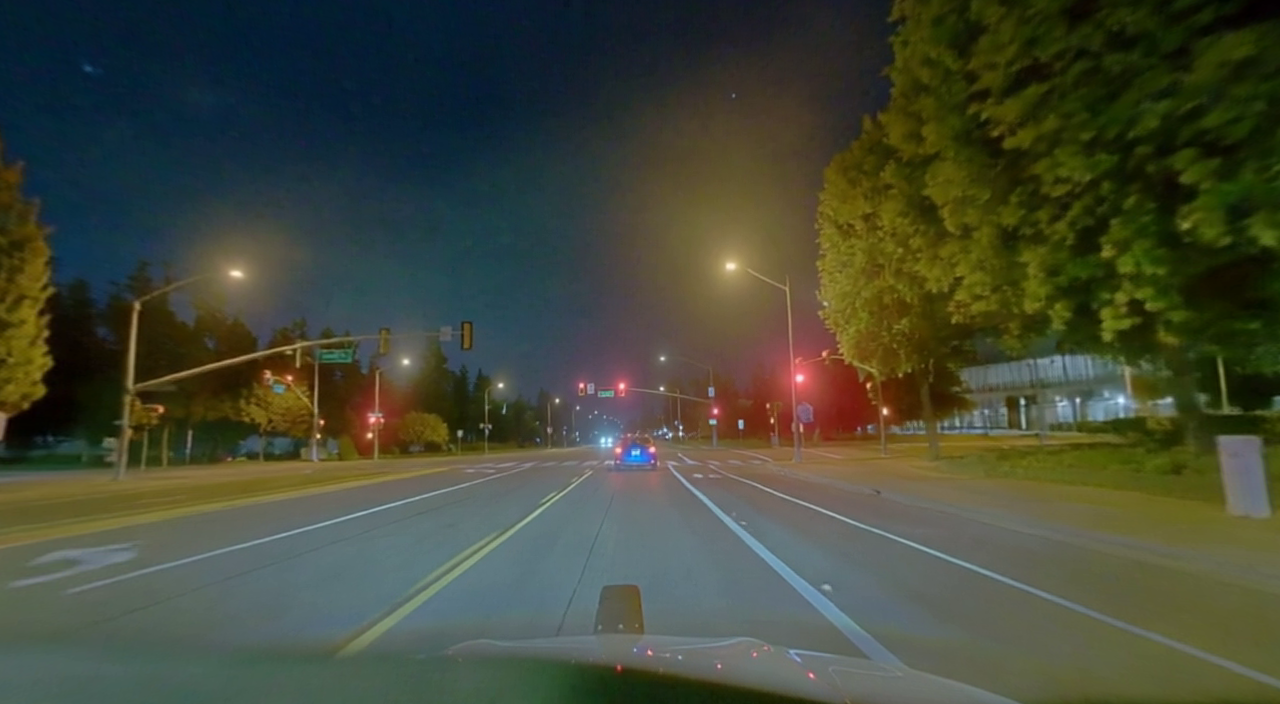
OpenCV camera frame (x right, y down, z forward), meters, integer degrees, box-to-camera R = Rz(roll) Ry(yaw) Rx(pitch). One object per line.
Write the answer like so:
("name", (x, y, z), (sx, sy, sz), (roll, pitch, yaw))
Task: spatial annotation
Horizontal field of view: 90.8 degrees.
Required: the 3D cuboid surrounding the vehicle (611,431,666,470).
("vehicle", (-0.092, 4.092, 26.282), (2.107, 1.470, 3.974), (0, -9, -1))
